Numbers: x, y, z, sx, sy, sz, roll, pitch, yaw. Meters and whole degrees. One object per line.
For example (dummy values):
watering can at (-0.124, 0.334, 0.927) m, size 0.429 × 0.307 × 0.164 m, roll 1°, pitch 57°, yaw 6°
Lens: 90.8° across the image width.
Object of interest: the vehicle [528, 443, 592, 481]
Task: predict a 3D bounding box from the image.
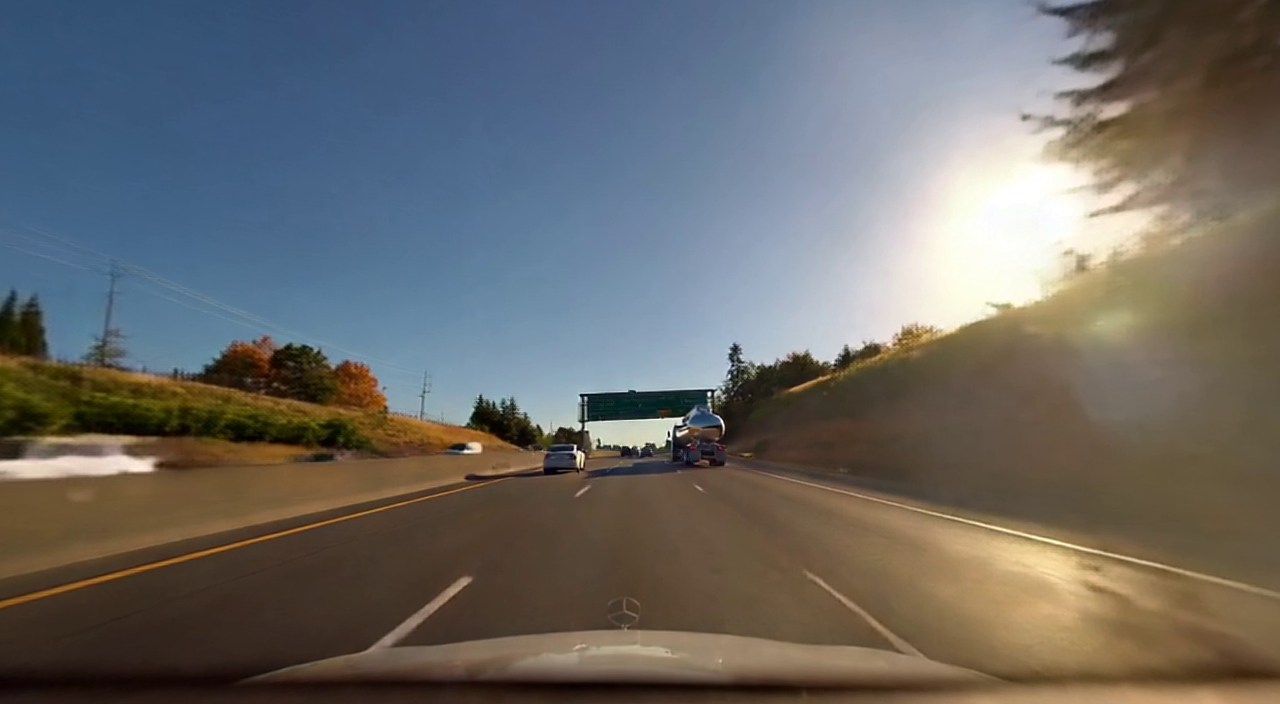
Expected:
vehicle at (-3.263, 4.594, 26.655) m, size 1.986 × 1.458 × 4.506 m, roll 0°, pitch -9°, yaw 1°

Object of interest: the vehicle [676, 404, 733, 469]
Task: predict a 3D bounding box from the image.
vehicle at (4.047, 5.659, 41.717) m, size 2.759 × 3.734 × 9.708 m, roll 0°, pitch -9°, yaw 0°
